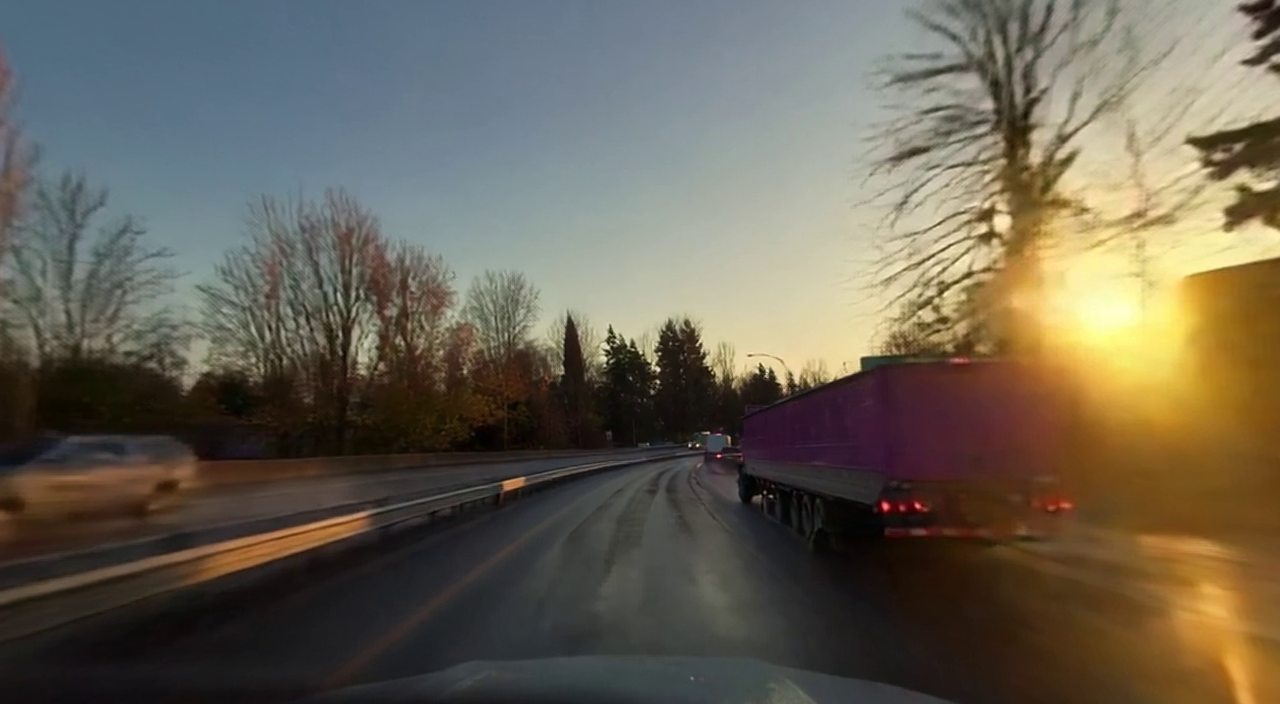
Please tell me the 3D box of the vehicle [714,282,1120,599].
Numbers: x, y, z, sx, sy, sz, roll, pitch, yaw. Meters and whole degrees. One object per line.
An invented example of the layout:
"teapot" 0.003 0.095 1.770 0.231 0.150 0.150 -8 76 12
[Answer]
"vehicle" 3.914 2.038 14.301 2.916 3.563 14.462 0 -9 1

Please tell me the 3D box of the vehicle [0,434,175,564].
"vehicle" -8.638 1.821 7.876 1.962 1.539 4.572 -1 -9 2
